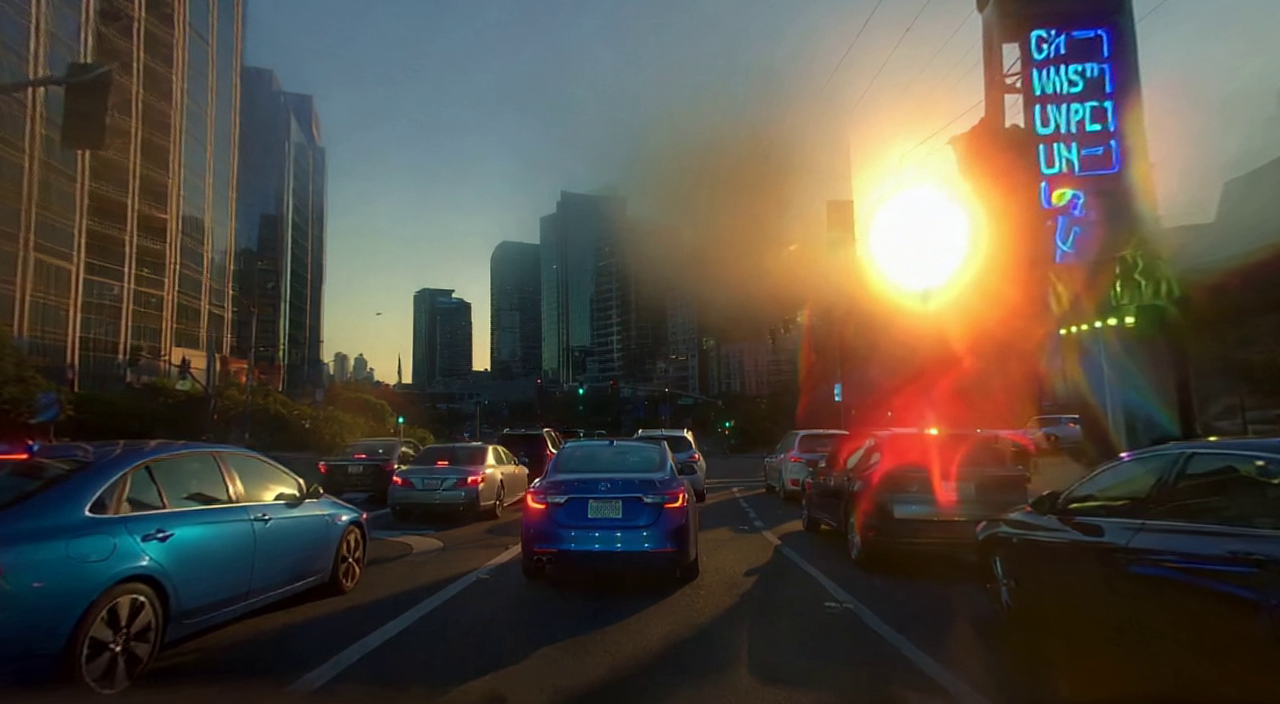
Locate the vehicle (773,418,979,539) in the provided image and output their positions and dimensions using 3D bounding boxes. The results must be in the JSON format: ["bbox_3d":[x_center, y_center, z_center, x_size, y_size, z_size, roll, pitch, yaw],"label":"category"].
[{"bbox_3d":[3.776,2.098,11.026,2.007,1.683,4.171,0,-8,1],"label":"vehicle"}]

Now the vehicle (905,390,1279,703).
[{"bbox_3d":[3.418,1.071,3.551,1.981,1.499,4.536,-1,-8,2],"label":"vehicle"}]

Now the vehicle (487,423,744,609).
[{"bbox_3d":[-0.187,1.621,7.129,2.059,1.477,3.988,0,-8,0],"label":"vehicle"}]

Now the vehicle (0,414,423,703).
[{"bbox_3d":[-3.401,1.300,4.732,1.980,1.454,4.226,0,-8,1],"label":"vehicle"}]
